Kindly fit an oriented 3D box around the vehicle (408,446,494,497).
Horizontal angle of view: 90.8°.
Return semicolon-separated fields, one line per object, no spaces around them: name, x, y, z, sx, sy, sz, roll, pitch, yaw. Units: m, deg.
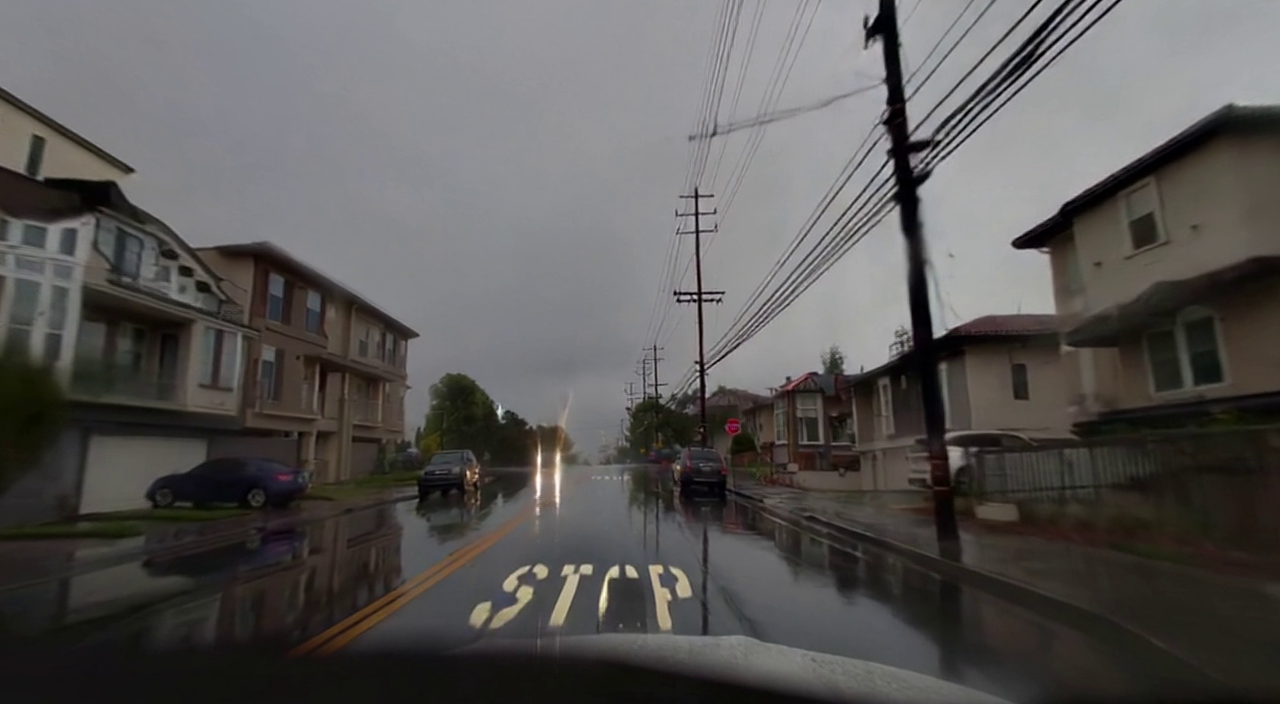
vehicle;-7.661;4.851;26.127;2.156;1.728;4.619;-2;-7;0

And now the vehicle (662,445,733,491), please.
vehicle;2.044;4.263;23.646;2.080;1.531;4.415;0;-9;-2

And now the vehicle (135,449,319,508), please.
vehicle;-12.612;3.868;19.551;4.266;1.674;1.933;0;-9;-3
